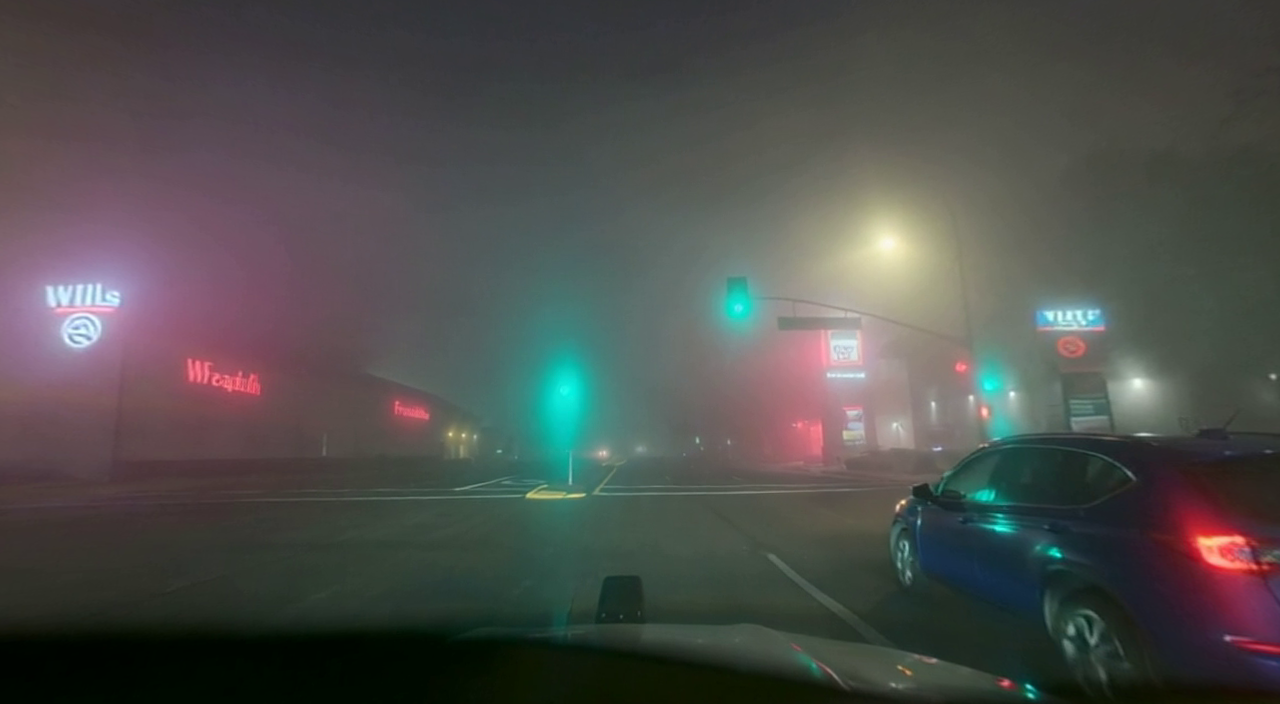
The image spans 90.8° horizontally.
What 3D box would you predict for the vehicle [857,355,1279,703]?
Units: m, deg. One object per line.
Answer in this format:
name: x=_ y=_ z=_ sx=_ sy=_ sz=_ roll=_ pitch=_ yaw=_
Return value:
vehicle: x=3.196 y=1.077 z=3.798 sx=2.015 sy=1.641 sz=4.995 roll=0 pitch=-8 yaw=0
